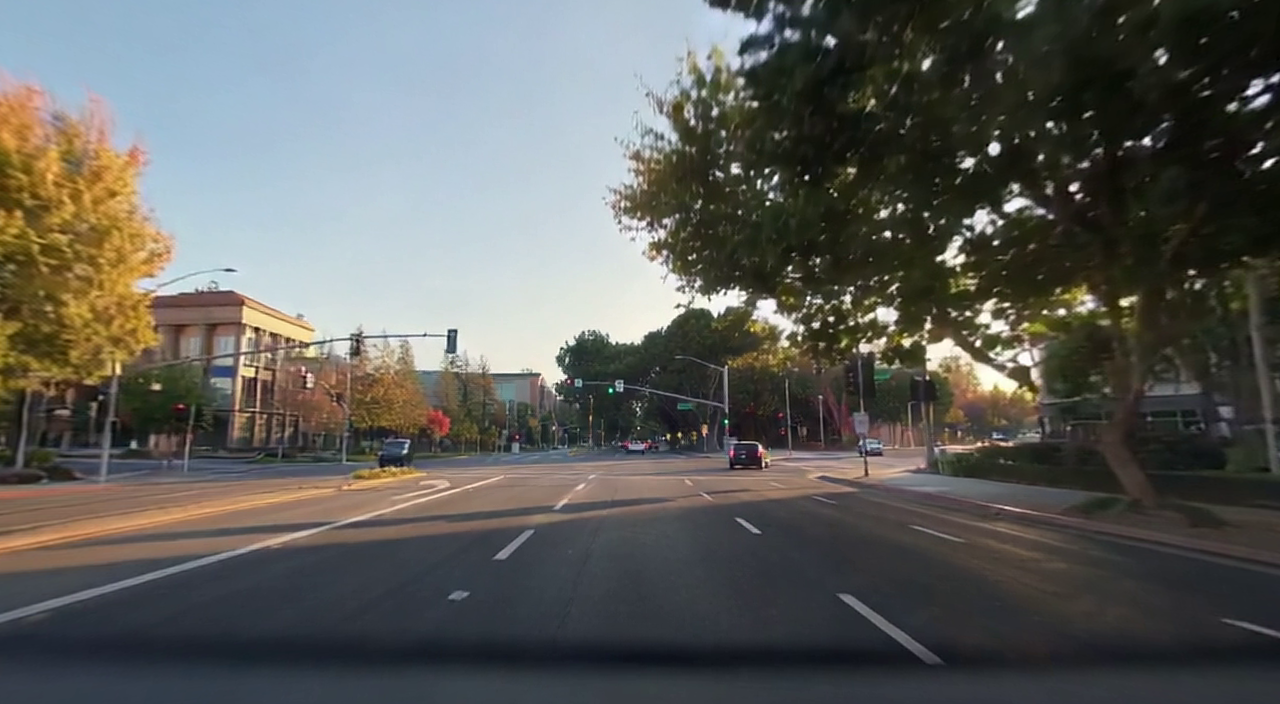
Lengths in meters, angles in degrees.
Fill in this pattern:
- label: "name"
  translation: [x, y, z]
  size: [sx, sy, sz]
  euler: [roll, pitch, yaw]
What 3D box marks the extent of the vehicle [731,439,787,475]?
- label: "vehicle"
  translation: [6.172, 5.348, 32.316]
  size: [2.289, 1.503, 4.595]
  euler: [2, -8, 17]
